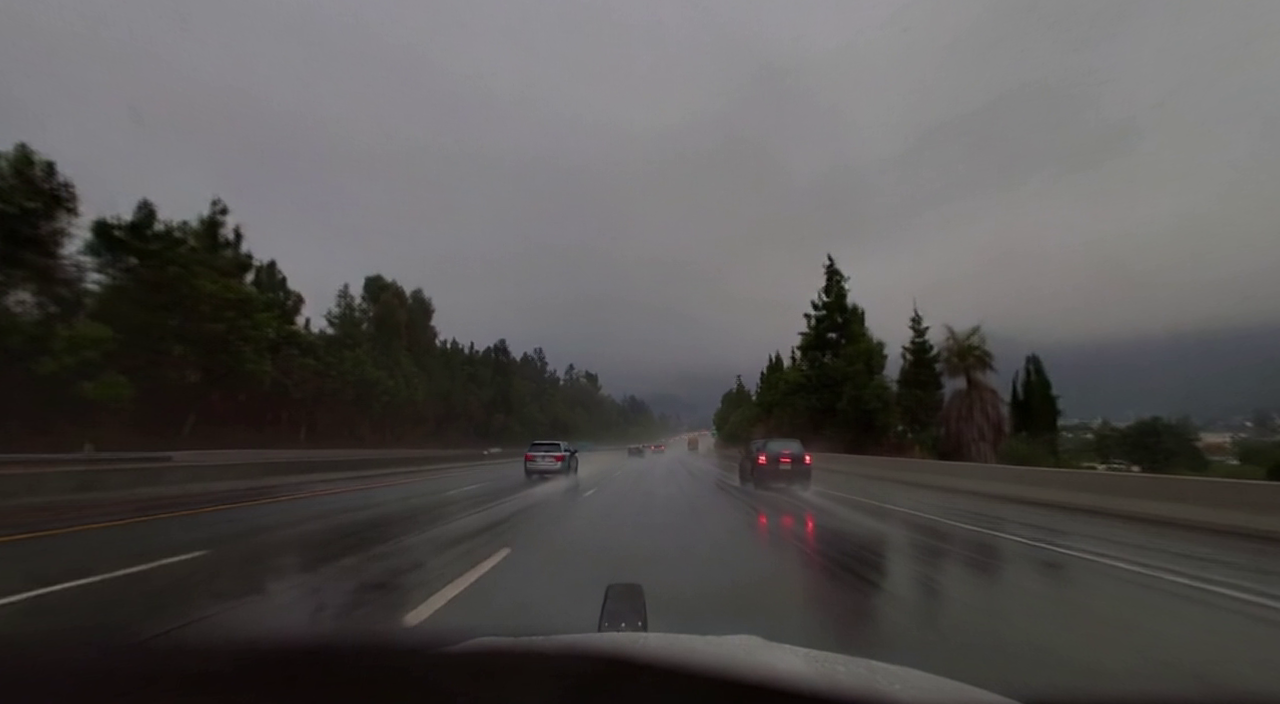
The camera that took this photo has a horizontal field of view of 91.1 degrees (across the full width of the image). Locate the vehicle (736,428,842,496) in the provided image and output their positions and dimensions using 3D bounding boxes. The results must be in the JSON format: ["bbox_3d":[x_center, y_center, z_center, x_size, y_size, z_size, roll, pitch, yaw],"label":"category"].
[{"bbox_3d":[4.332,3.292,19.129,2.149,1.796,4.487,0,-9,0],"label":"vehicle"}]

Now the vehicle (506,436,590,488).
[{"bbox_3d":[-3.085,3.808,22.006,2.166,1.608,4.297,0,-9,2],"label":"vehicle"}]
